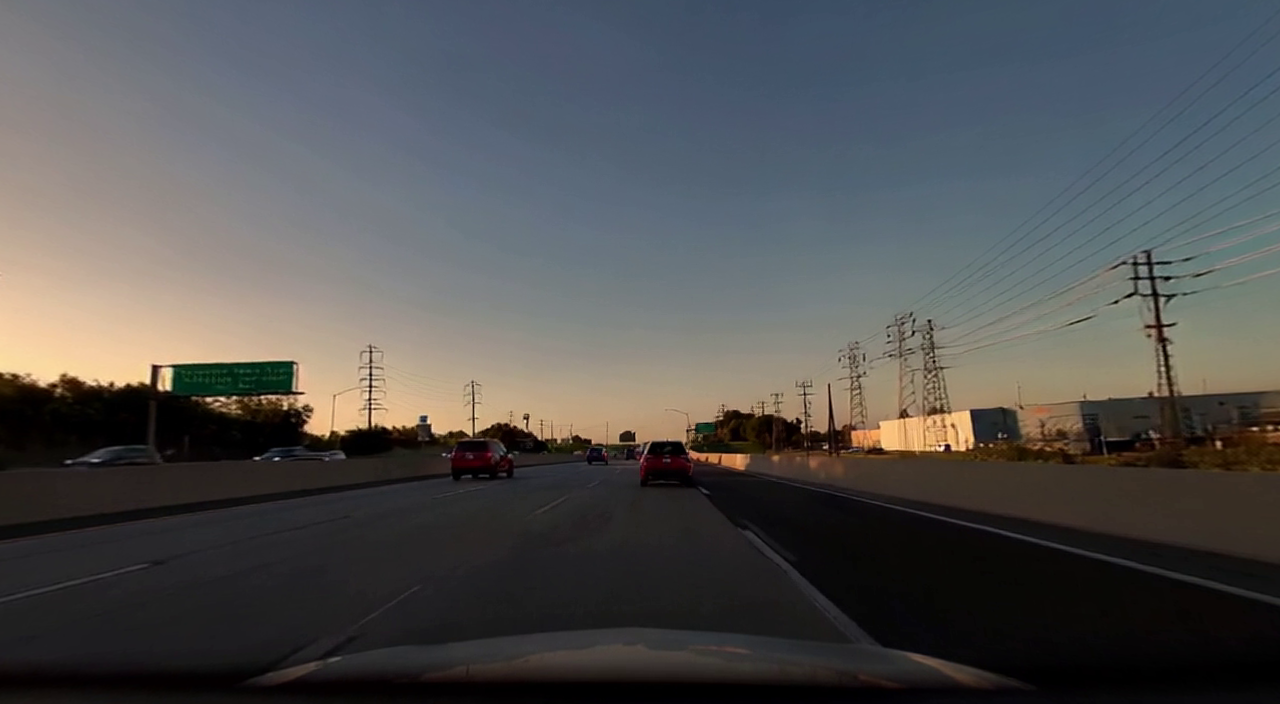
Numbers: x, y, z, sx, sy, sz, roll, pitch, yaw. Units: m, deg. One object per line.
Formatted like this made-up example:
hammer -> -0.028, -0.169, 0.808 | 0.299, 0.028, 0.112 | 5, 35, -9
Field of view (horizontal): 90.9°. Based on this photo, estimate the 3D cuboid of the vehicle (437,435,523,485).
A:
vehicle -> -6.338, 4.333, 25.590 | 2.220, 1.841, 4.516 | 0, -8, 1

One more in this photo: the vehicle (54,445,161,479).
vehicle -> -24.147, 4.966, 28.751 | 1.625, 1.436, 3.628 | 0, -8, 1

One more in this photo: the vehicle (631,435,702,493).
vehicle -> 0.813, 3.674, 21.016 | 2.134, 1.733, 4.049 | 0, -8, 0

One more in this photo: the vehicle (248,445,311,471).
vehicle -> -20.575, 6.019, 36.086 | 1.556, 1.393, 3.373 | 0, -9, 0
